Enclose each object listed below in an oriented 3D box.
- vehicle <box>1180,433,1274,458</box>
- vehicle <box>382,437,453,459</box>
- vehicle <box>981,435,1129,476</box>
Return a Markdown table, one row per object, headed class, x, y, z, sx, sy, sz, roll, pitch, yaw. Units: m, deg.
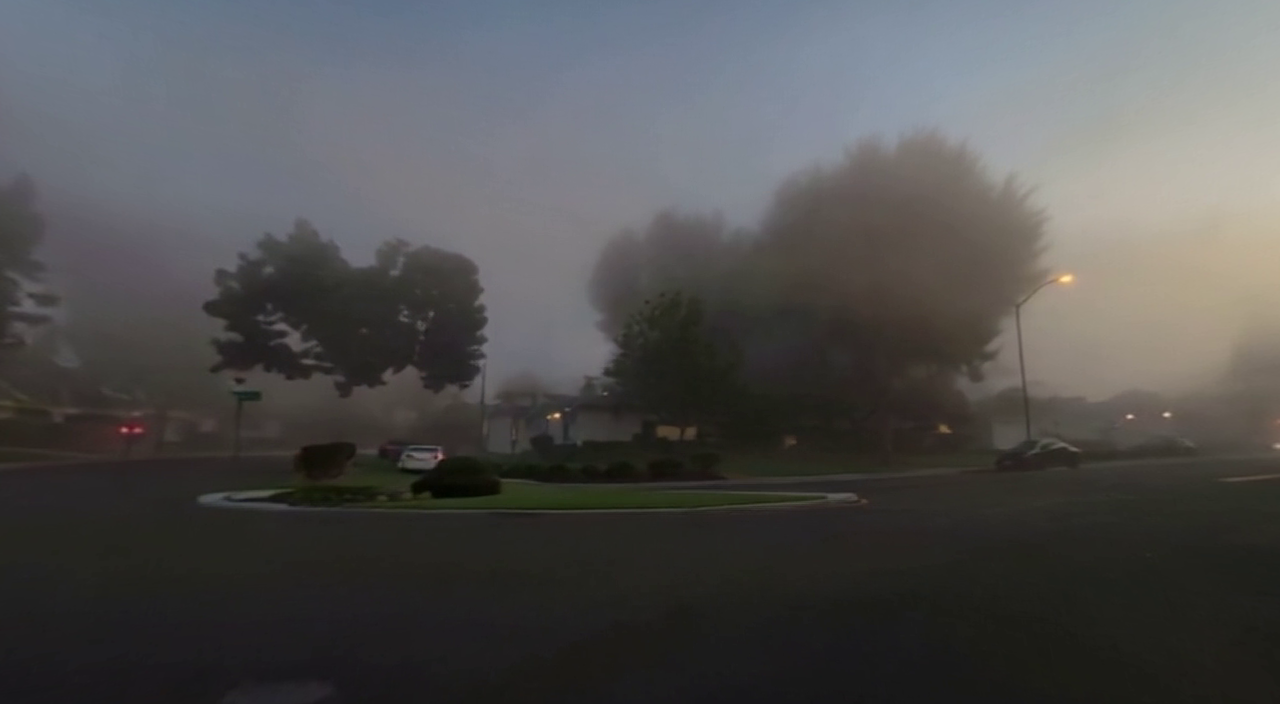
| class | x | y | z | sx | sy | sz | roll | pitch | yaw |
| --- | --- | --- | --- | --- | --- | --- | --- | --- | --- |
| vehicle | 44.248 | 7.085 | 47.732 | 4.620 | 1.695 | 2.004 | -4 | -10 | 17 |
| vehicle | -15.529 | 6.735 | 44.272 | 4.585 | 1.457 | 1.899 | 3 | -9 | -17 |
| vehicle | 16.949 | 4.250 | 26.107 | 4.750 | 1.559 | 1.928 | -4 | -9 | 23 |
